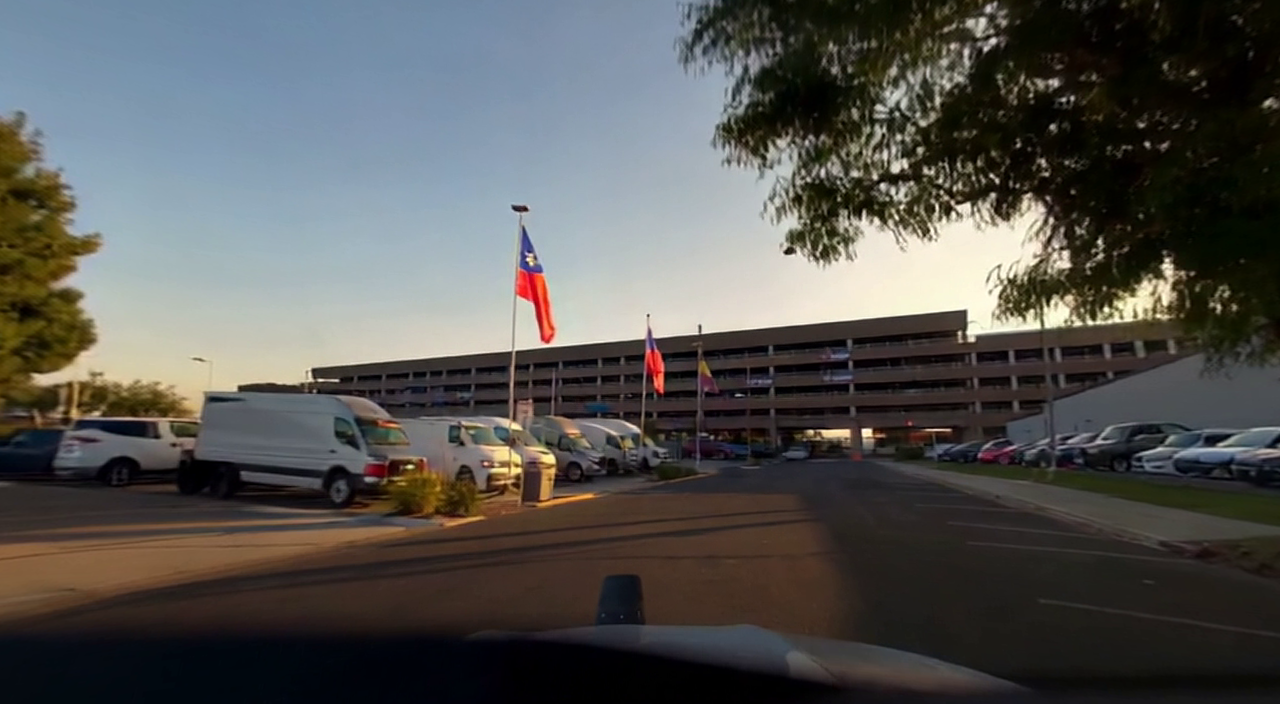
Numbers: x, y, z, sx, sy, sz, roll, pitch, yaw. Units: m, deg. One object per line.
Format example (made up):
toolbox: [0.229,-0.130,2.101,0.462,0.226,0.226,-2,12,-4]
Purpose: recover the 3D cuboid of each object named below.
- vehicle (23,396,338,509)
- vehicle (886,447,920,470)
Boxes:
vehicle: [-10.300,2.178,14.182,6.632,2.126,2.228,-3,-7,20]
vehicle: [20.335,8.182,48.983,2.026,1.659,4.314,-3,-9,18]
